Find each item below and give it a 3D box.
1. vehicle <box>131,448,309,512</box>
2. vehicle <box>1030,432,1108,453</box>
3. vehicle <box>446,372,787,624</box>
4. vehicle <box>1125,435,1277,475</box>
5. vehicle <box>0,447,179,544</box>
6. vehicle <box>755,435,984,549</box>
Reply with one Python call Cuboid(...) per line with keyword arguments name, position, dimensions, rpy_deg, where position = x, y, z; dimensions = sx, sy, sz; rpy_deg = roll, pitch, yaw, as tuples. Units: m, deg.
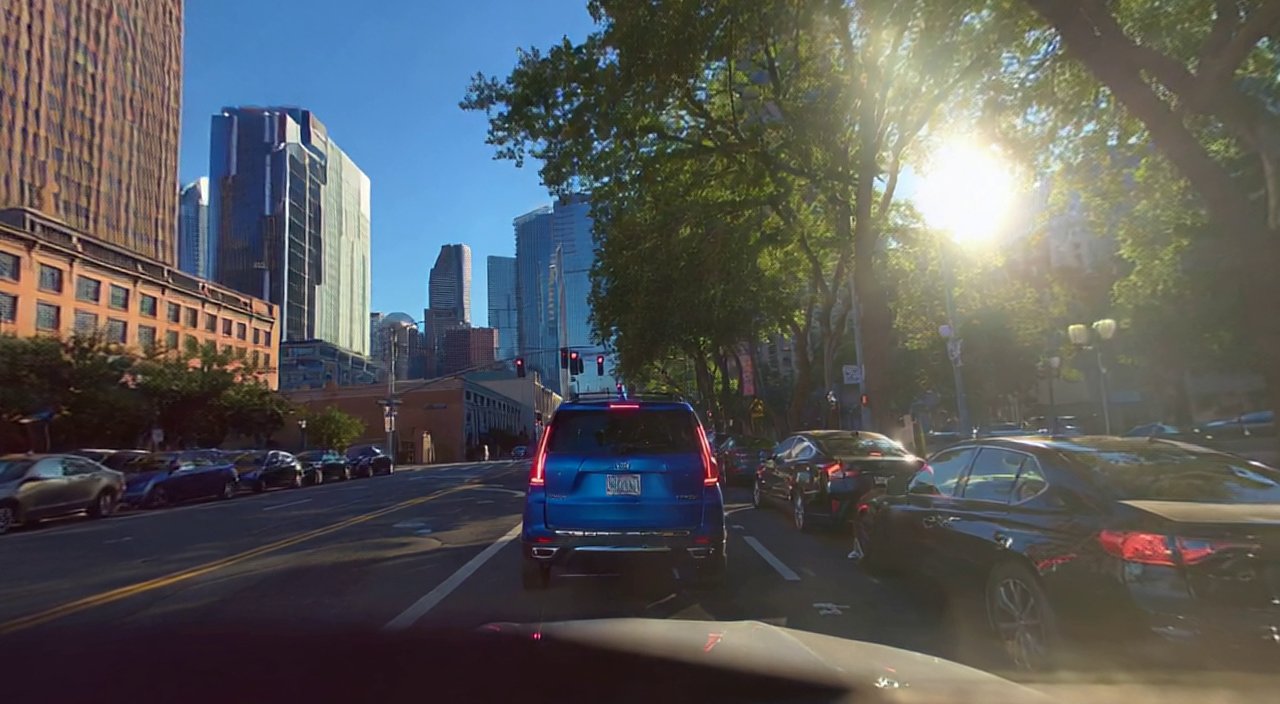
Cuboid(name="vehicle", position=(-12.460, 3.782, 19.135), dimensions=(2.207, 1.648, 4.675), rpy_deg=(0, -8, -1))
Cuboid(name="vehicle", position=(33.505, 7.070, 49.047), dimensions=(5.224, 1.515, 2.164), rpy_deg=(3, -9, -18))
Cuboid(name="vehicle", position=(-0.160, 1.368, 6.767), dimensions=(2.453, 1.816, 4.300), rpy_deg=(0, -8, 0))
Cuboid(name="vehicle", position=(22.130, 4.055, 24.986), dimensions=(4.055, 1.469, 1.848), rpy_deg=(-4, -9, 26))
Cuboid(name="vehicle", position=(-12.535, 2.915, 13.464), dimensions=(1.891, 1.723, 4.360), rpy_deg=(0, -8, 1))
Cuboid(name="vehicle", position=(3.295, 2.083, 10.073), dimensions=(2.056, 1.422, 4.130), rpy_deg=(0, -8, -1))
